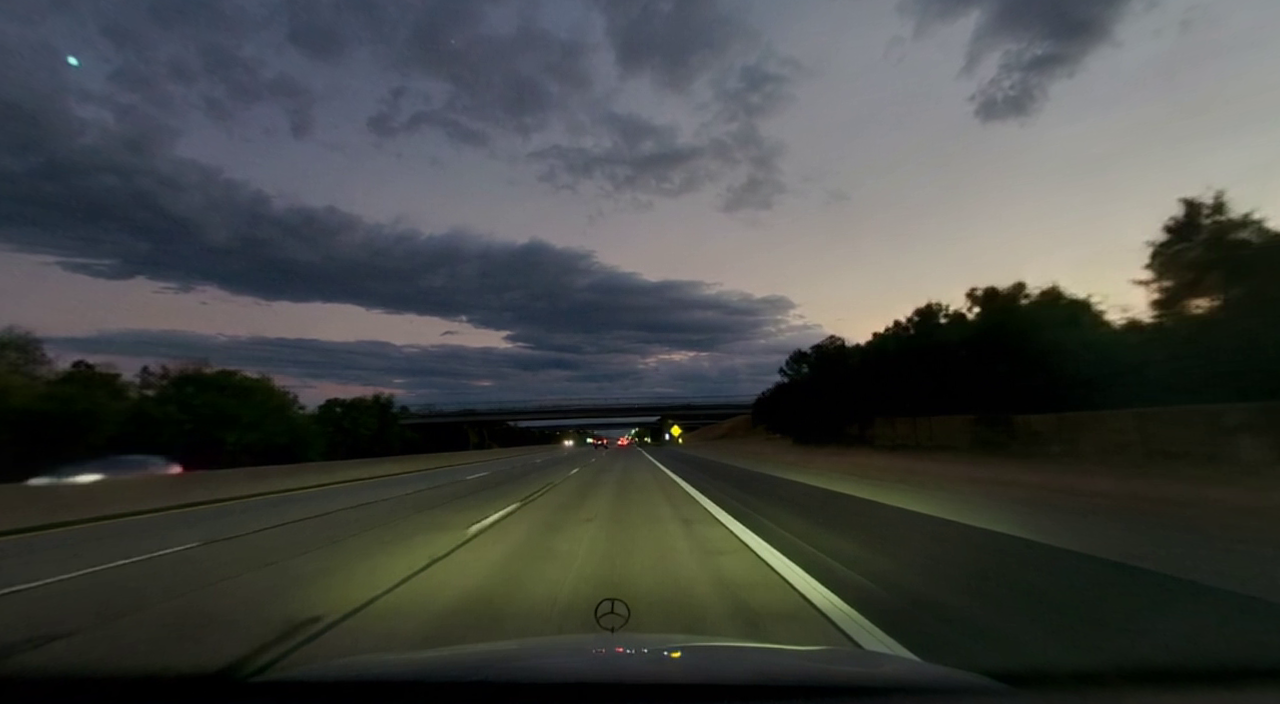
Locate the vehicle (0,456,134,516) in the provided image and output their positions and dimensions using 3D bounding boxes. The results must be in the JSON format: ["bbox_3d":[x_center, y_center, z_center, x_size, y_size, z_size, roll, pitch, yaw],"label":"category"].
[{"bbox_3d":[-17.523,3.848,18.551,1.817,1.435,4.153,0,-8,-1],"label":"vehicle"}]
